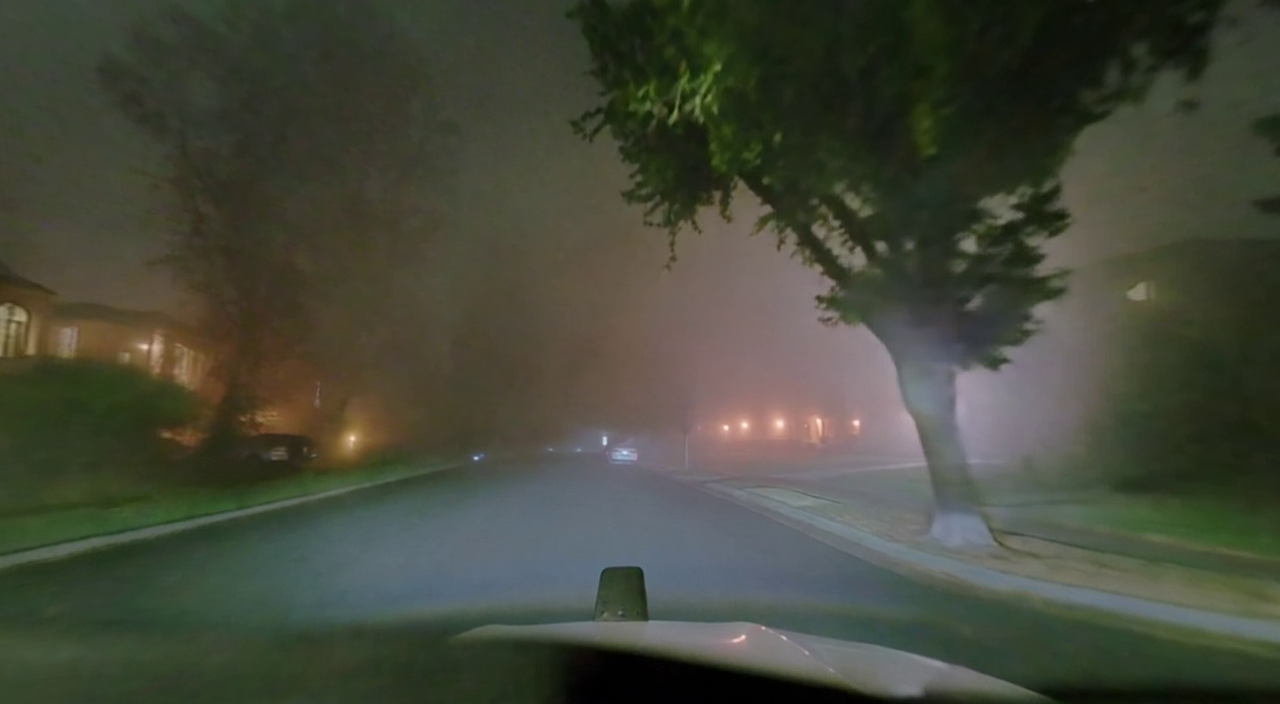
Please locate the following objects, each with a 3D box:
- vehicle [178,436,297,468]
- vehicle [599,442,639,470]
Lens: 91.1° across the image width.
[{"bbox_3d":[-19.265,4.816,30.184,4.344,1.483,1.928,0,-9,-1],"label":"vehicle"},{"bbox_3d":[-1.283,6.023,36.656,2.088,1.429,4.796,1,-8,-5],"label":"vehicle"}]
